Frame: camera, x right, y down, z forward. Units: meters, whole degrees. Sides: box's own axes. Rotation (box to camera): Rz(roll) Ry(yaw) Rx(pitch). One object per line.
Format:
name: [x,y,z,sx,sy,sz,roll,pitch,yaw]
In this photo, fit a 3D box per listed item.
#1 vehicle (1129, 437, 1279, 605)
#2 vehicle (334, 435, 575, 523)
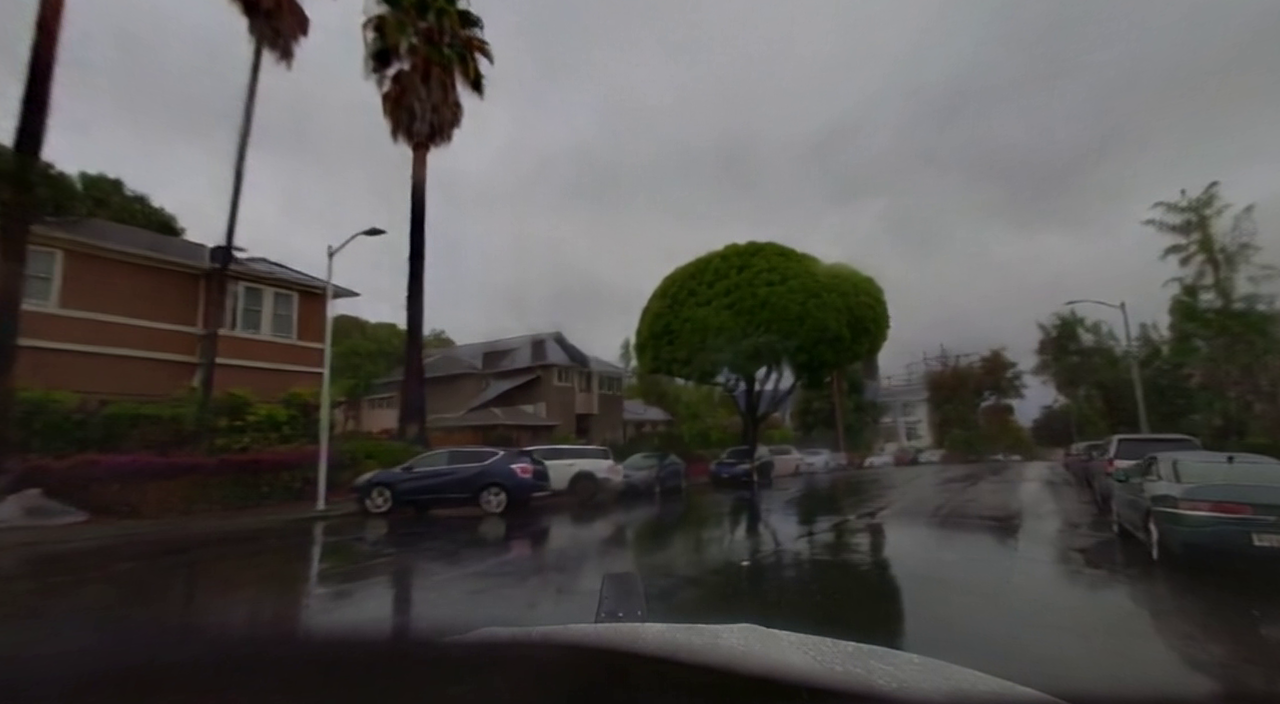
vehicle: [7.303,1.772,7.492,2.001,1.461,4.492,-6,-9,34]
vehicle: [-4.123,2.803,14.348,4.866,1.752,1.998,-3,-8,14]
